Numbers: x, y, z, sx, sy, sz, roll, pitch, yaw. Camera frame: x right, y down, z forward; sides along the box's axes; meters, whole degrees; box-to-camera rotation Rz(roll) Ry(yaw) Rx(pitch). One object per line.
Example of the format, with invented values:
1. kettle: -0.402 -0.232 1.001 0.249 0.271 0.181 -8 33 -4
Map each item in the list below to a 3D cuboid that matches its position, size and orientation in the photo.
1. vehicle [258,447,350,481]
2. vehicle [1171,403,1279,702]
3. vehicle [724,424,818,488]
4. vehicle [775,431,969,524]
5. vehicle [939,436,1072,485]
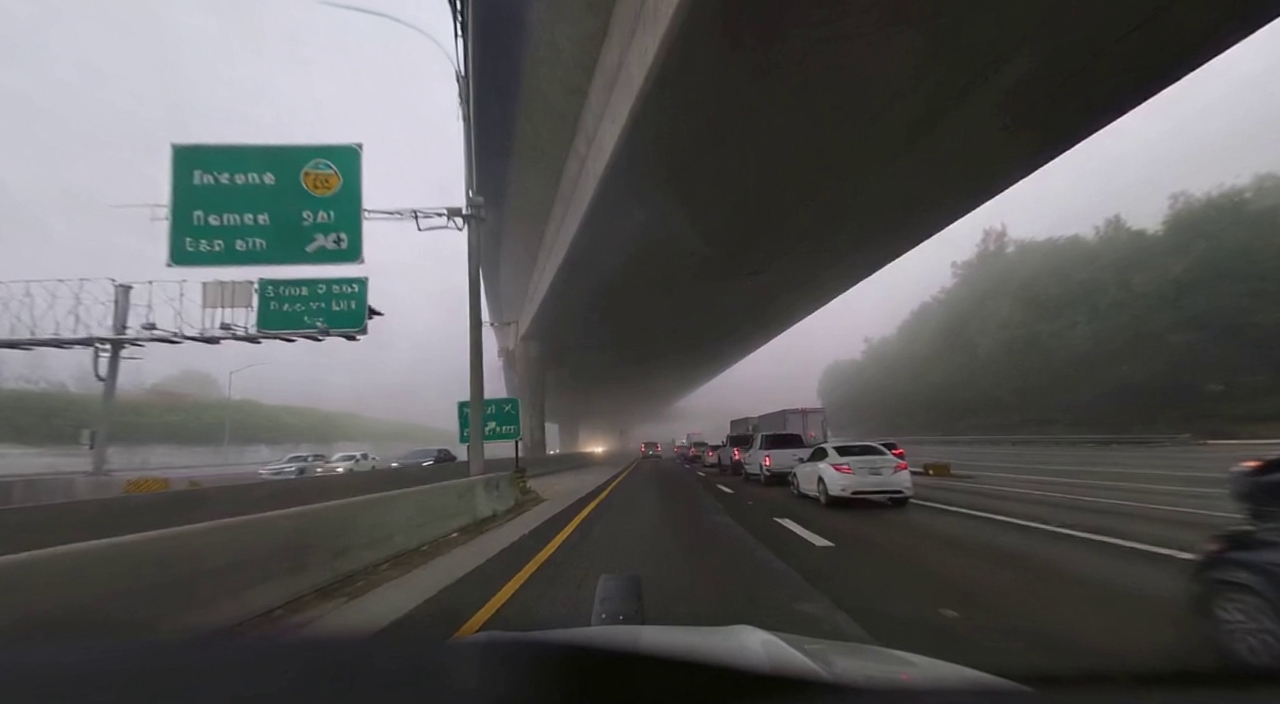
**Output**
1. vehicle: -19.779 6.568 37.572 2.253 1.837 5.643 0 -8 1
2. vehicle: 4.178 0.705 1.191 1.991 1.473 5.033 0 -8 0
3. vehicle: 4.400 3.597 22.111 2.191 1.963 5.001 0 -8 0
4. vehicle: 4.305 2.418 12.799 2.065 1.487 4.972 0 -8 0
5. vehicle: 12.216 3.646 21.571 1.839 1.490 4.636 0 -8 1
